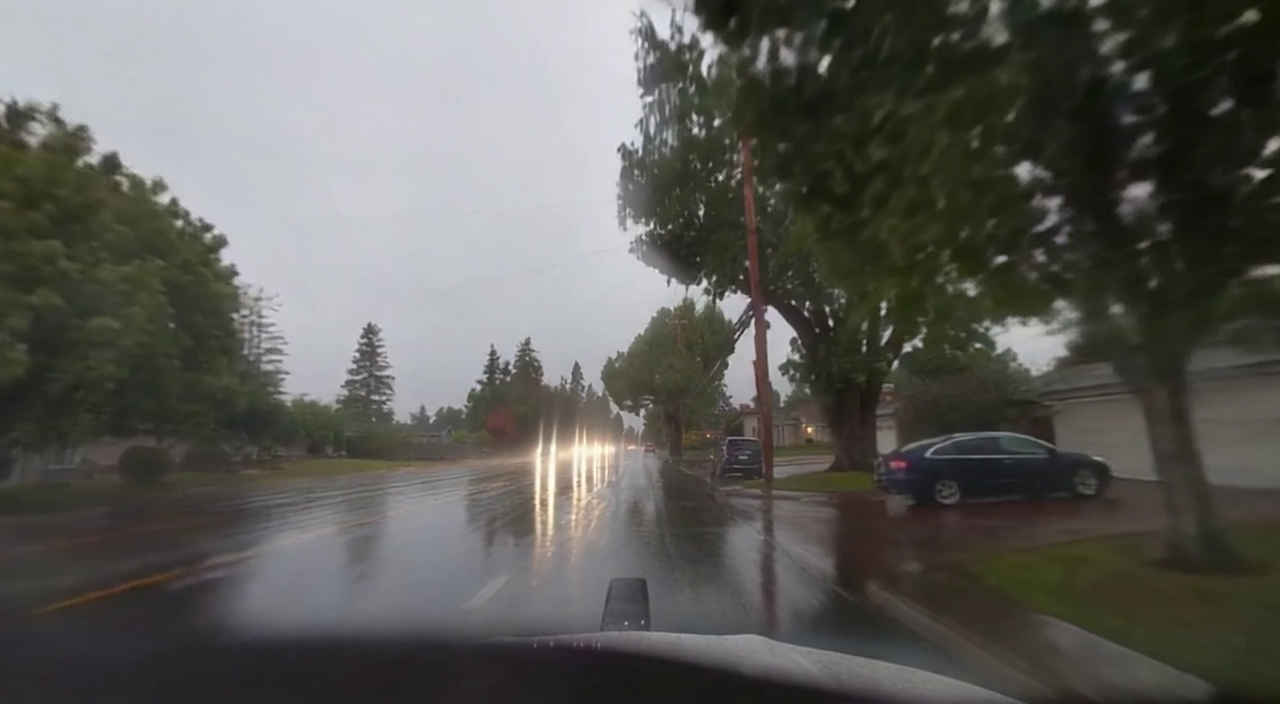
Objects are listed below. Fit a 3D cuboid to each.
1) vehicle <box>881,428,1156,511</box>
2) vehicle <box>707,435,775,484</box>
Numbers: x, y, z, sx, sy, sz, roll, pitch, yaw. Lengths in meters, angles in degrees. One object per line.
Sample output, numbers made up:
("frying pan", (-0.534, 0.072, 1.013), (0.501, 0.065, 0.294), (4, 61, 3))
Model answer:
("vehicle", (7.967, 2.507, 13.658), (4.719, 1.556, 1.869), (1, -8, 1))
("vehicle", (4.314, 4.672, 27.768), (2.228, 1.885, 4.854), (1, -8, 0))
